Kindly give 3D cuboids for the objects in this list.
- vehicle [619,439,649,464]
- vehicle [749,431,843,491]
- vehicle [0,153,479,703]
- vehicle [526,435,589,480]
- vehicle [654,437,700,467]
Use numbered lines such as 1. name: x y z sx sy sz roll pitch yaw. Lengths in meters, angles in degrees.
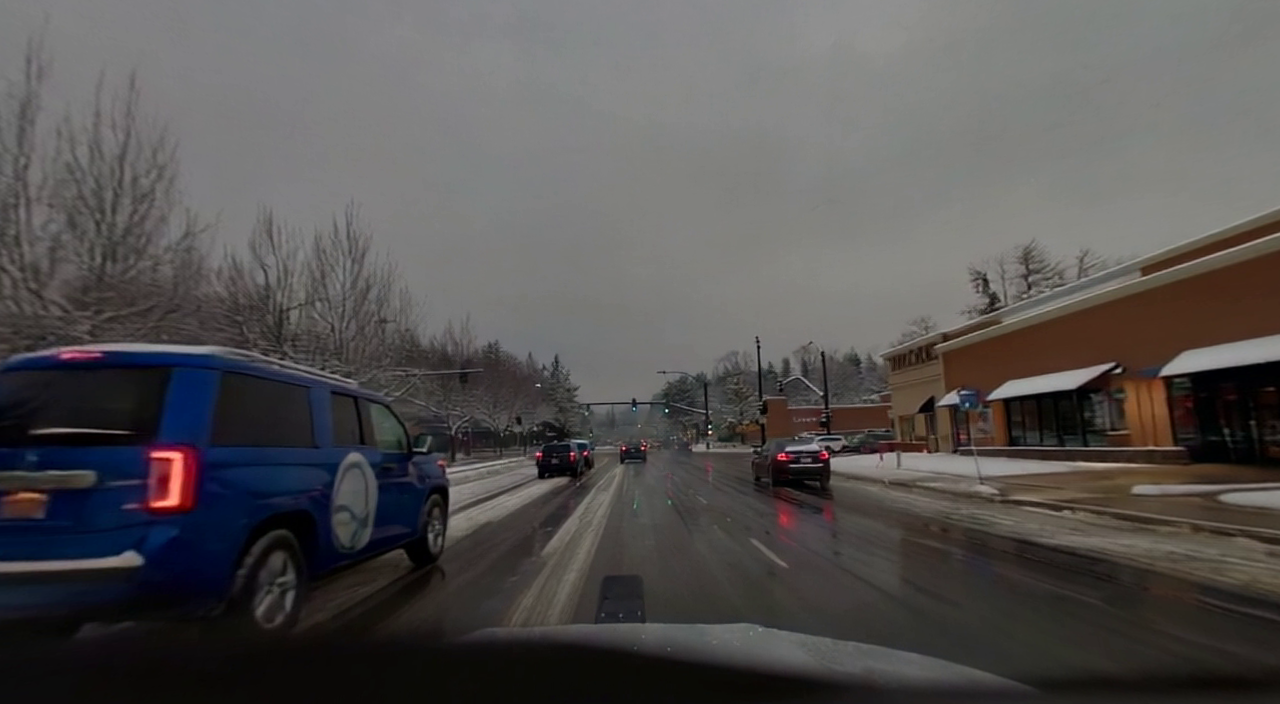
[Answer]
1. vehicle: -0.473 7.508 47.660 2.130 1.725 4.223 0 -9 -1
2. vehicle: 4.691 3.347 19.645 1.869 1.646 4.166 0 -9 1
3. vehicle: -3.542 0.819 5.904 2.443 2.784 5.862 0 -9 1
4. vehicle: -3.368 4.434 26.656 2.030 1.724 4.365 0 -9 1
5. vehicle: 2.495 6.539 41.479 2.209 1.806 4.689 -2 -9 12
